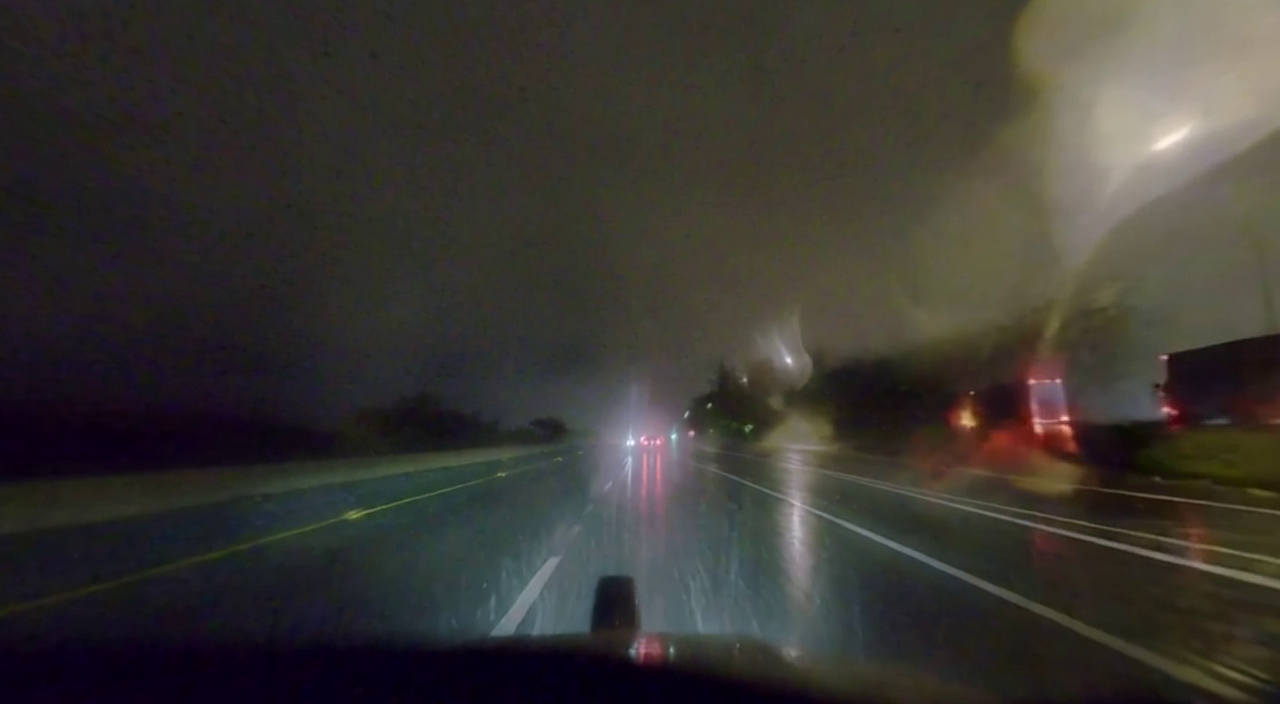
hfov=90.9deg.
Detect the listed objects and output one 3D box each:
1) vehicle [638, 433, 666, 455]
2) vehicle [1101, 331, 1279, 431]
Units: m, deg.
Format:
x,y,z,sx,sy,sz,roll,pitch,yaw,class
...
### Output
x,y,z,sx,sy,sz,roll,pitch,yaw,class
0.926,7.177,49.449,2.069,1.660,4.040,0,-8,-1,vehicle
33.318,1.812,35.214,2.910,4.578,16.580,-5,-9,2,vehicle
